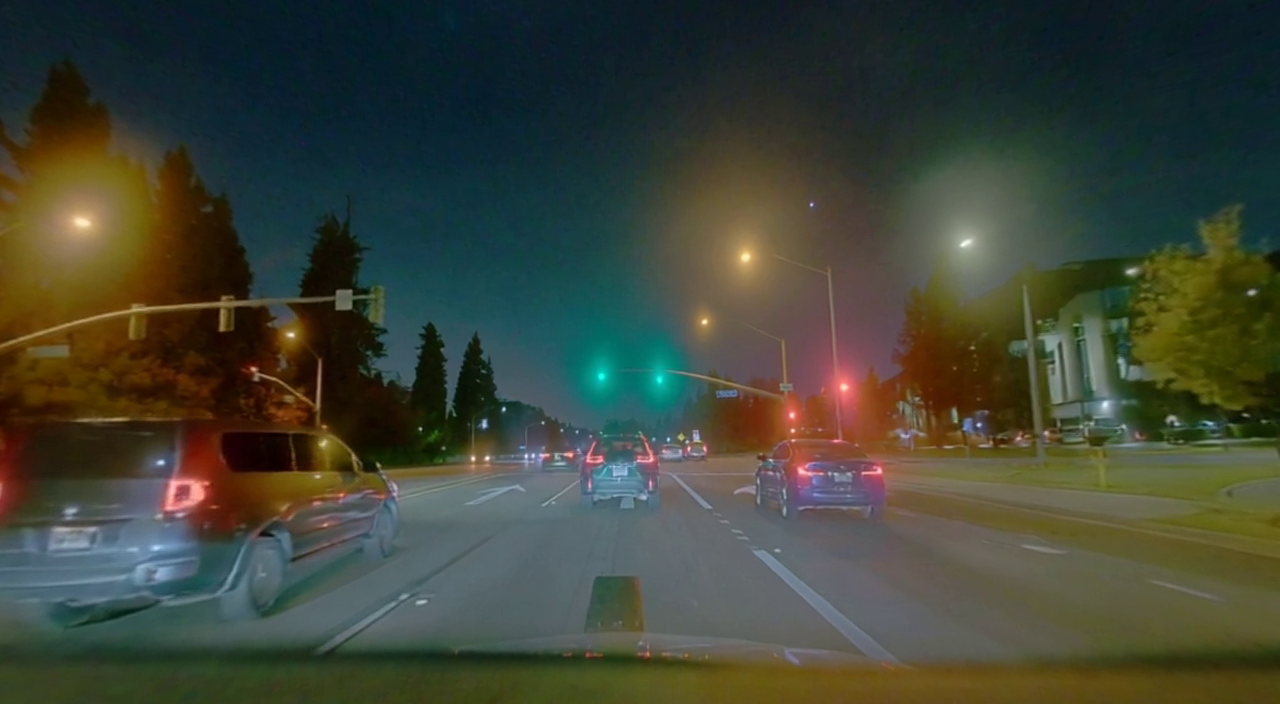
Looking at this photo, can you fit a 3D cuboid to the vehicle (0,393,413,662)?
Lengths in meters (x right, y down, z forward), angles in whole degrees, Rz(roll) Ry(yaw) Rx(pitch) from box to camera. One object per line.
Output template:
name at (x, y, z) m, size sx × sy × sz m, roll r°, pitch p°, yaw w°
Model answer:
vehicle at (-3.794, 1.354, 5.890) m, size 1.823 × 1.602 × 4.061 m, roll 0°, pitch -8°, yaw 0°

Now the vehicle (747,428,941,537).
vehicle at (3.307, 2.198, 11.246) m, size 2.068 × 1.541 × 4.041 m, roll 0°, pitch -8°, yaw 0°

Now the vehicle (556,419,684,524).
vehicle at (-0.354, 2.317, 12.731) m, size 2.150 × 1.725 × 4.096 m, roll 0°, pitch -8°, yaw -1°

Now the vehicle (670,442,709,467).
vehicle at (3.150, 6.645, 41.160) m, size 2.171 × 1.469 × 4.420 m, roll 0°, pitch -8°, yaw 0°
